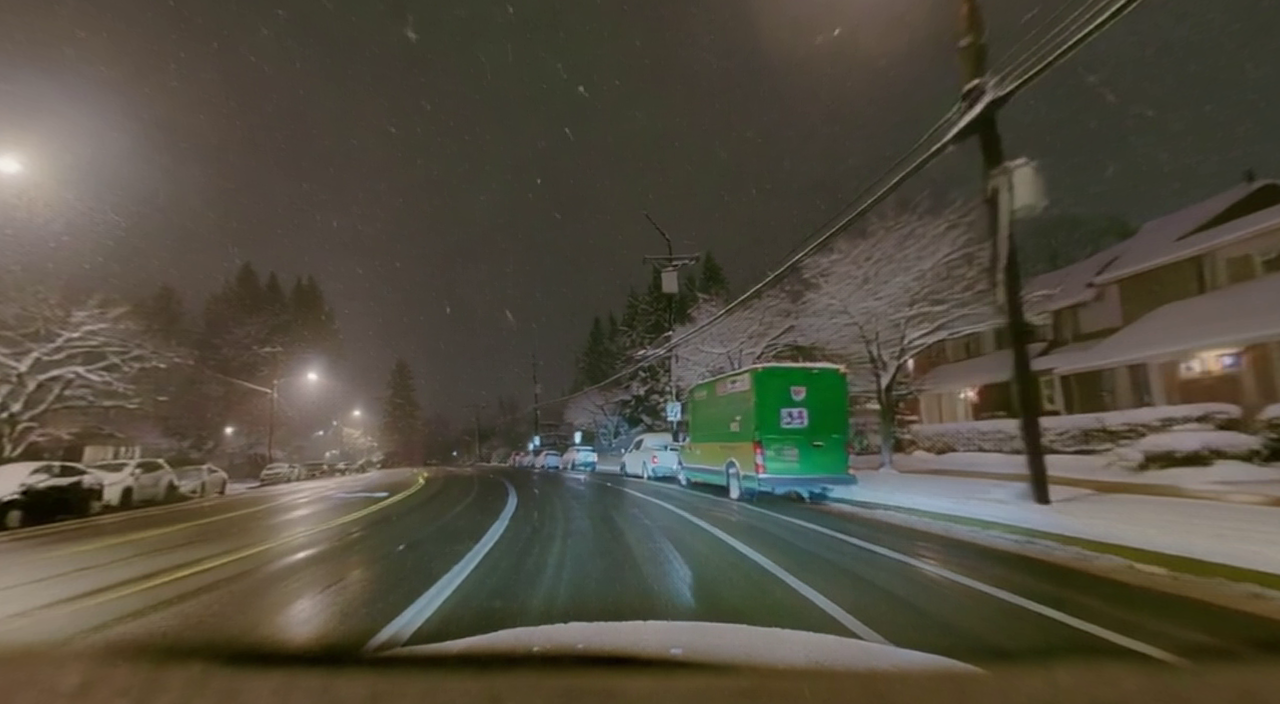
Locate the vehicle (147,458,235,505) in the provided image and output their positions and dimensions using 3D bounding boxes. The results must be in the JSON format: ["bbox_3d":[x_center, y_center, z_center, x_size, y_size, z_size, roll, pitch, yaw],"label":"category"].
[{"bbox_3d":[-20.247,5.800,28.500,1.934,1.733,3.921,-1,-8,-15],"label":"vehicle"}]

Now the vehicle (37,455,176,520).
[{"bbox_3d":[-18.041,4.516,21.507,1.898,1.838,4.072,0,-8,-14],"label":"vehicle"}]

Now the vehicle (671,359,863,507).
[{"bbox_3d":[3.086,2.389,18.095,2.918,3.319,7.595,1,-9,-9],"label":"vehicle"}]

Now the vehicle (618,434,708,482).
[{"bbox_3d":[0.831,4.639,27.867,2.251,1.868,6.178,2,-9,-15],"label":"vehicle"}]

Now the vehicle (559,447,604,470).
[{"bbox_3d":[-4.087,7.336,43.436,2.041,1.520,4.674,3,-9,-18],"label":"vehicle"}]

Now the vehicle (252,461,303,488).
[{"bbox_3d":[-24.433,8.228,42.486,1.949,1.456,4.497,2,-7,-17],"label":"vehicle"}]
